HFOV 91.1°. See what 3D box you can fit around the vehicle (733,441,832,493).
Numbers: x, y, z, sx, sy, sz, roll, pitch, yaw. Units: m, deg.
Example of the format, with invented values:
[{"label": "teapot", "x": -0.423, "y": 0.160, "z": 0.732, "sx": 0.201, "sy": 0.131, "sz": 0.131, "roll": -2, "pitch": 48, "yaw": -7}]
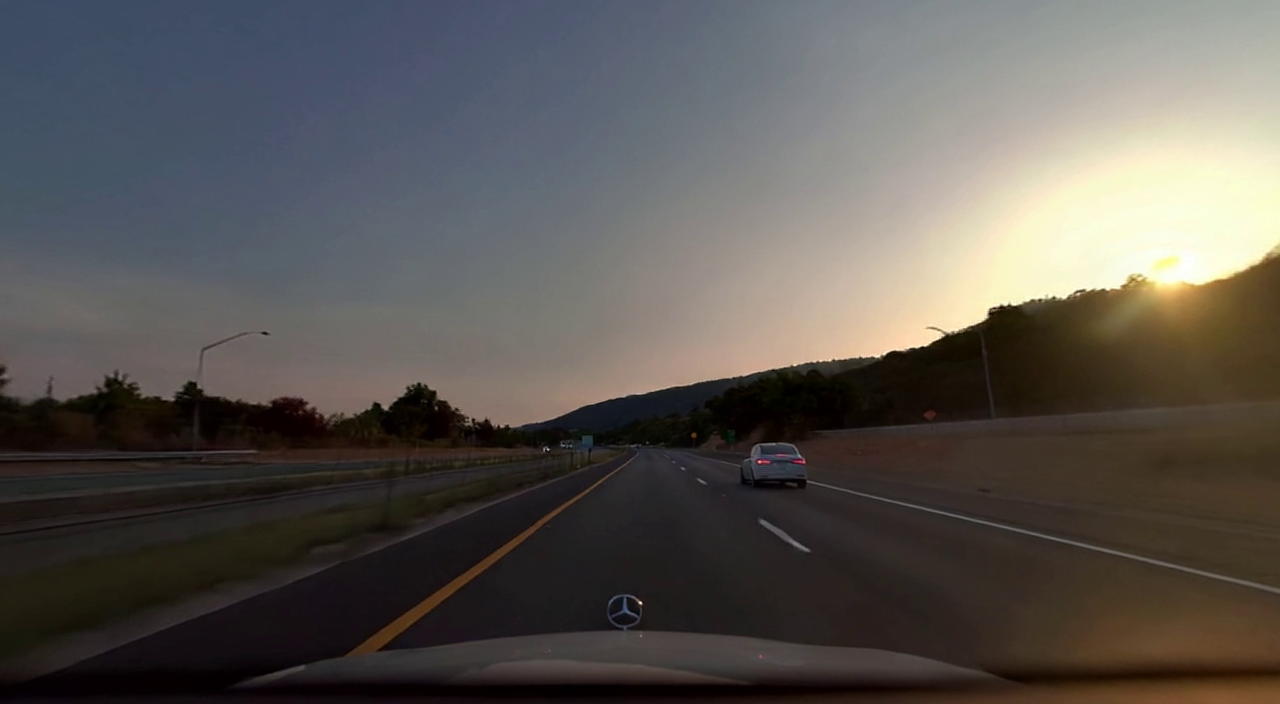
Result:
[{"label": "vehicle", "x": 4.269, "y": 3.506, "z": 19.616, "sx": 2.124, "sy": 1.405, "sz": 4.398, "roll": 0, "pitch": -8, "yaw": 1}]
